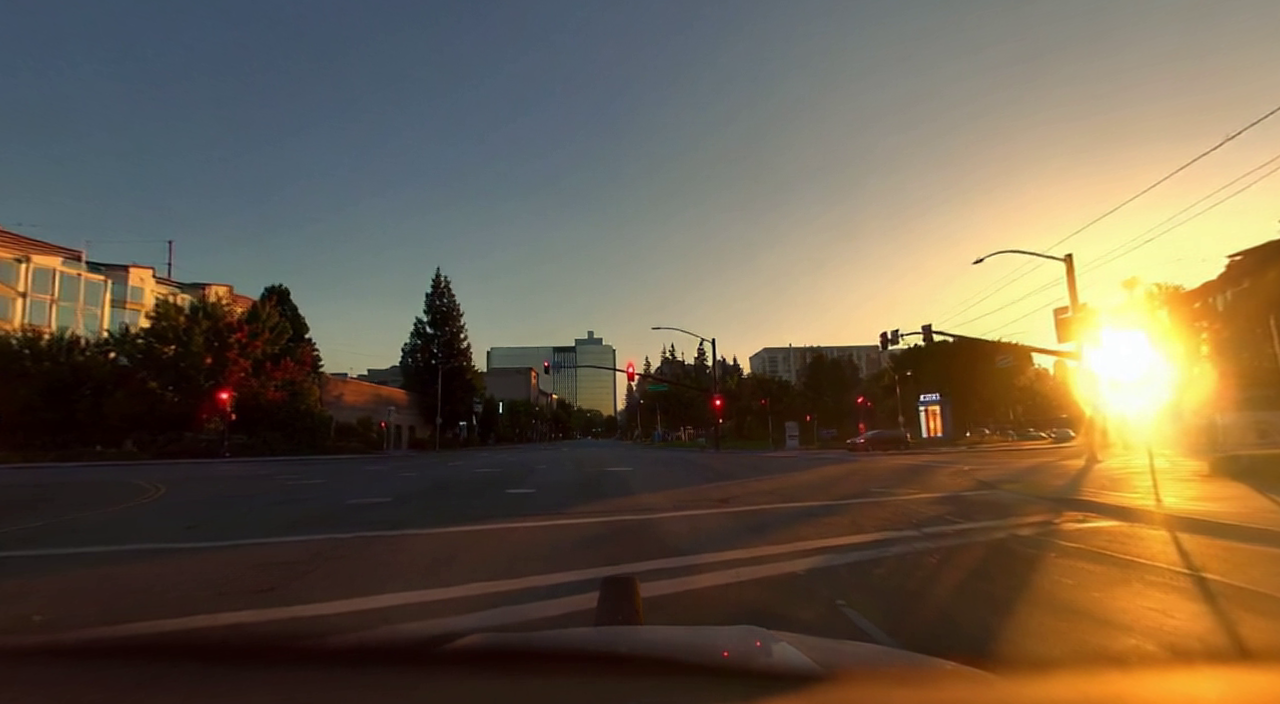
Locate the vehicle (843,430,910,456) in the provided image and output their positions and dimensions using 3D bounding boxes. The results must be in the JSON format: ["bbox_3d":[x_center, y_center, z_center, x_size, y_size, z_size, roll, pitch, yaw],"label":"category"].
[{"bbox_3d":[17.672,6.791,47.141,4.600,1.783,1.970,4,-10,-26],"label":"vehicle"}]
